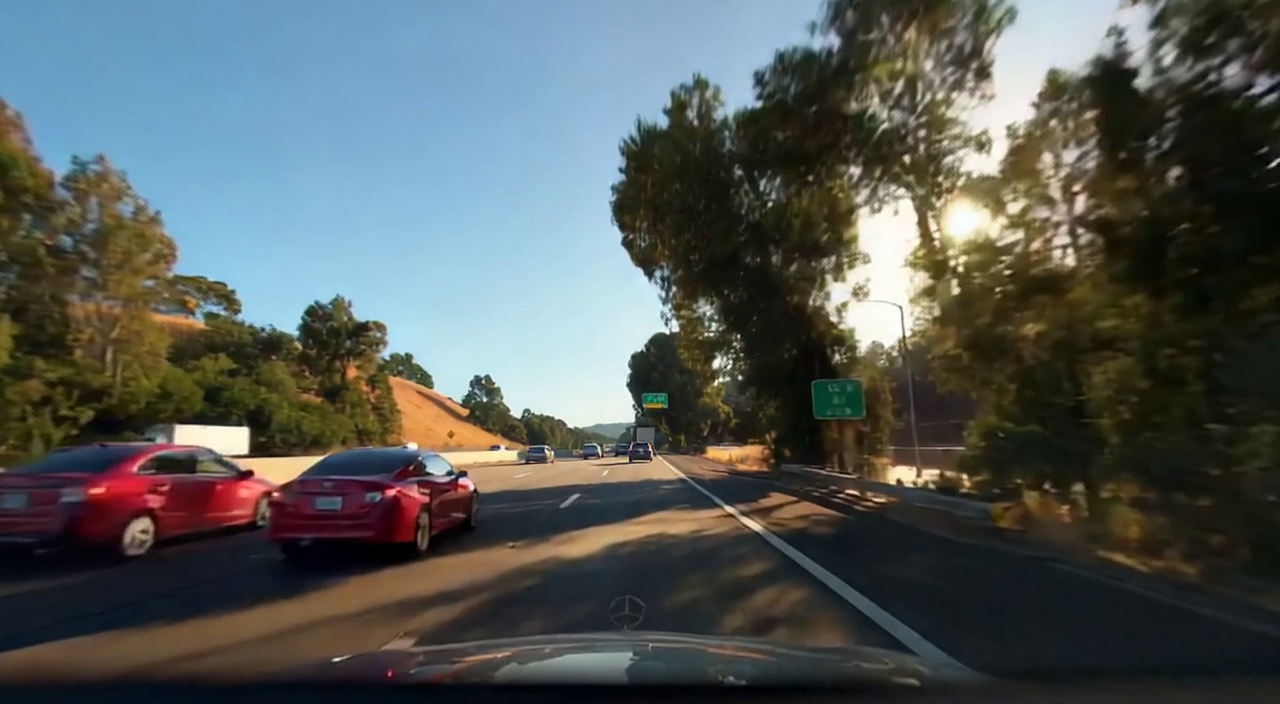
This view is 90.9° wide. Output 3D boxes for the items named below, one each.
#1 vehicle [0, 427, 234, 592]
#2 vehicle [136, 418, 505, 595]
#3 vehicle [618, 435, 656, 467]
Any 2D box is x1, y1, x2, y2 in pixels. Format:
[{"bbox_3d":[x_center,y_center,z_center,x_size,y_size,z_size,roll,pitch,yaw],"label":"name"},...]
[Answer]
[{"bbox_3d":[-6.942,1.599,6.734,2.009,1.519,4.697,-1,-8,1],"label":"vehicle"},{"bbox_3d":[-3.458,1.783,8.338,2.139,1.589,5.102,0,-8,1],"label":"vehicle"},{"bbox_3d":[-0.139,6.270,40.127,2.309,1.915,5.130,0,-8,1],"label":"vehicle"}]
